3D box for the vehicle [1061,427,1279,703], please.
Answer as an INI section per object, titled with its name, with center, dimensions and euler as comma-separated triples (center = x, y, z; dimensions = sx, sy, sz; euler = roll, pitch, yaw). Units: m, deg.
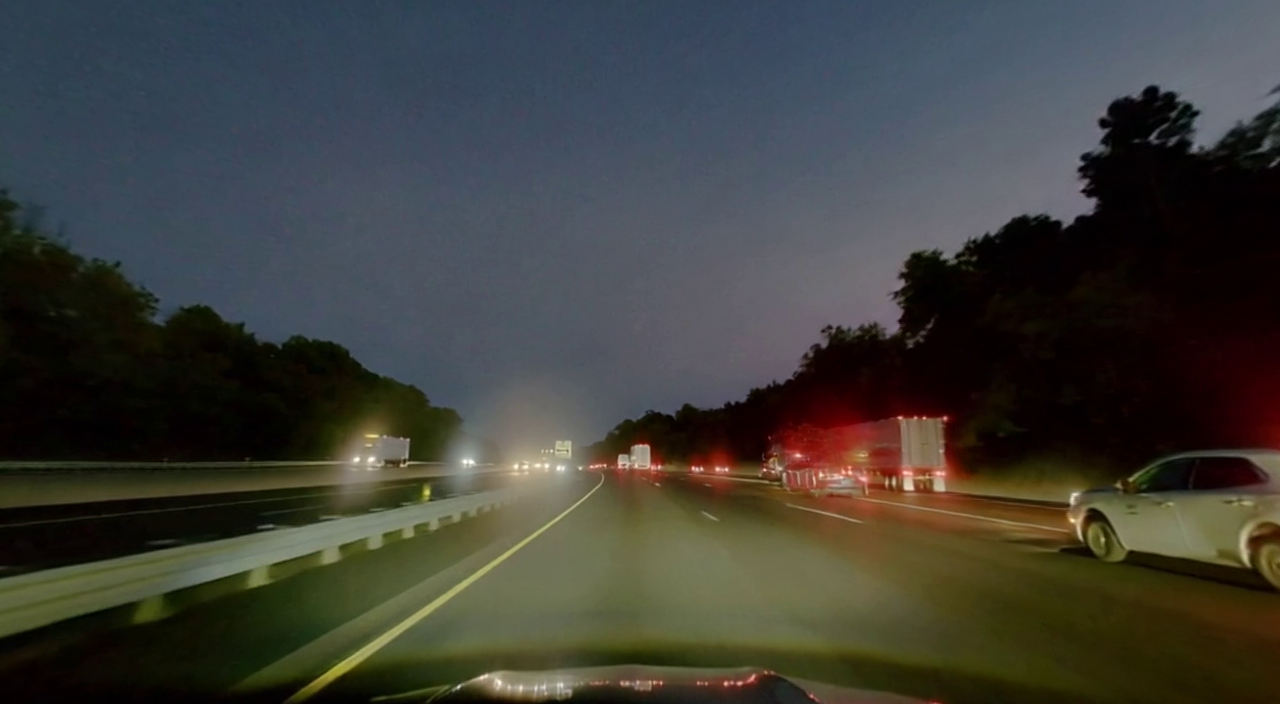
[vehicle]
center = 4.072, 0.988, 2.209
dimensions = 1.965, 1.502, 4.599
euler = 1, -10, 0
